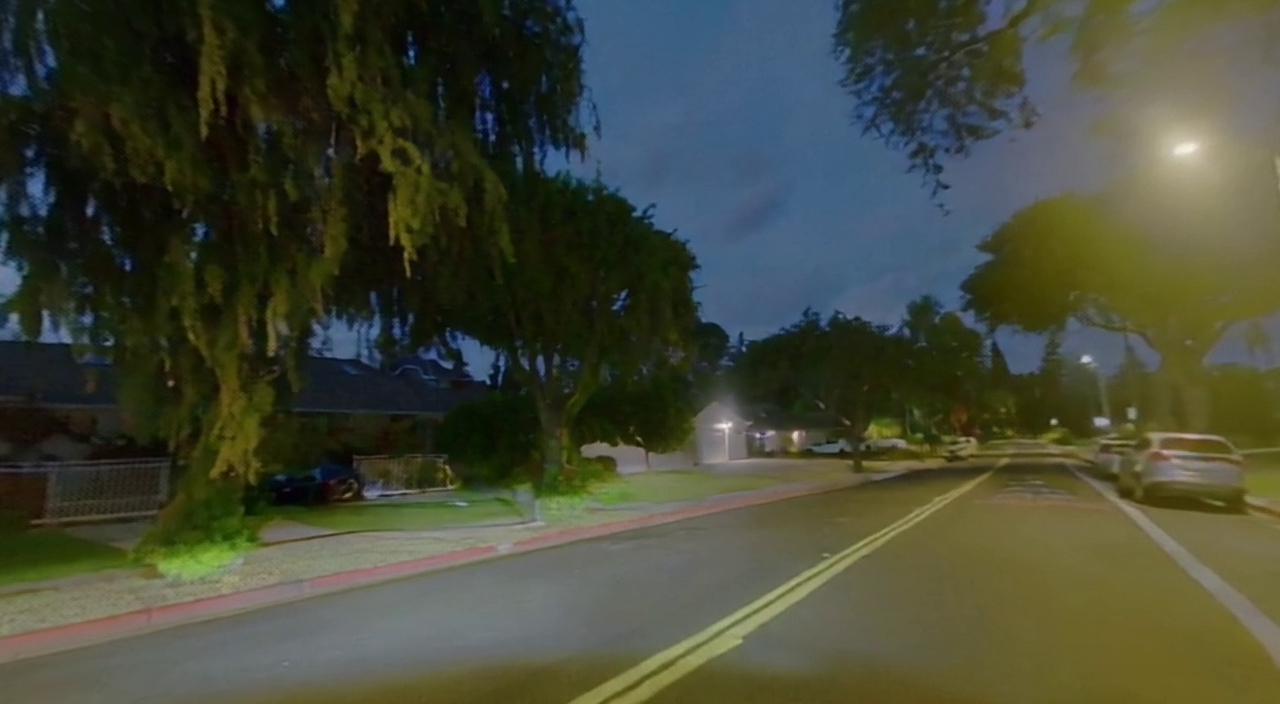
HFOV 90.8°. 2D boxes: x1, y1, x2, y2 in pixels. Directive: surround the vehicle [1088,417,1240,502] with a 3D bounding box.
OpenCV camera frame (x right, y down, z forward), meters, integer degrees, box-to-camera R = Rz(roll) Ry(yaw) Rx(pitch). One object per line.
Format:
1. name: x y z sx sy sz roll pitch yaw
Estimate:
1. vehicle: 12.777 2.628 15.754 2.204 1.776 4.262 -5 -10 31
